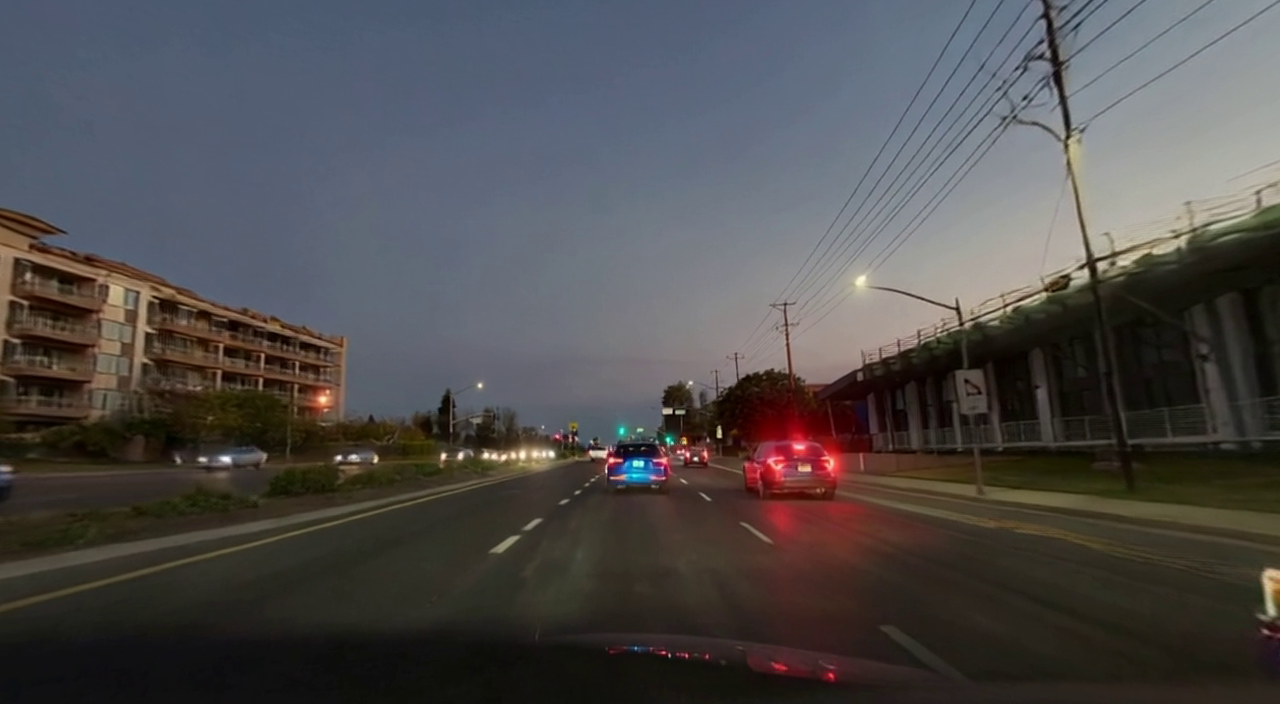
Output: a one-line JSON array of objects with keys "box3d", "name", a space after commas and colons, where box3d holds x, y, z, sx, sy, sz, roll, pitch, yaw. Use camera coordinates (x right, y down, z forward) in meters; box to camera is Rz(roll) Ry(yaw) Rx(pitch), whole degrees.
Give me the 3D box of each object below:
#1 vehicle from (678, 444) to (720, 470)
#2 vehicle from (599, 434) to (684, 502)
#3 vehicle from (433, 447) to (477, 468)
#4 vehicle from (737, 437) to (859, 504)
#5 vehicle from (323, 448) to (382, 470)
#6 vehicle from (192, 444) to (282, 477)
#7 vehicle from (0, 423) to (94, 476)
[{"box3d": [3.542, 6.455, 38.841, 2.054, 1.461, 4.321, 0, -9, -1], "name": "vehicle"}, {"box3d": [0.003, 3.130, 17.326, 2.073, 1.606, 3.933, 0, -9, -1], "name": "vehicle"}, {"box3d": [-14.012, 7.995, 48.027, 2.031, 1.490, 4.284, 0, -9, 0], "name": "vehicle"}, {"box3d": [3.979, 3.089, 16.826, 2.086, 1.534, 4.351, 0, -9, 0], "name": "vehicle"}, {"box3d": [-21.154, 7.907, 46.726, 2.026, 1.496, 4.680, 0, -9, 2], "name": "vehicle"}, {"box3d": [-22.143, 5.985, 34.977, 1.982, 1.699, 4.421, 0, -9, 1], "name": "vehicle"}, {"box3d": [-49.203, 7.607, 49.235, 9.566, 3.955, 3.128, 1, -8, -7], "name": "vehicle"}]
